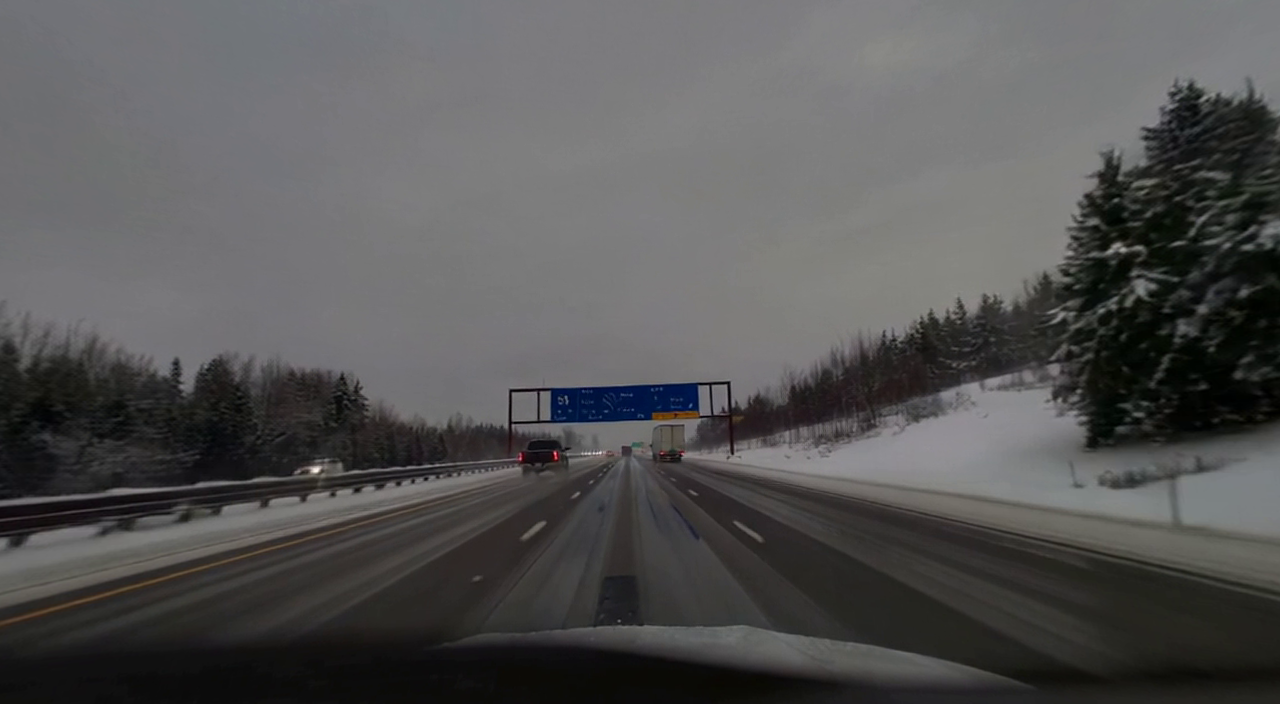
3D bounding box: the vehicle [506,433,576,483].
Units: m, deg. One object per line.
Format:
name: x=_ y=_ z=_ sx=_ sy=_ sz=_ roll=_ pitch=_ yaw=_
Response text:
vehicle: x=-4.028 y=4.437 z=26.438 sx=2.173 sy=1.857 sz=4.800 roll=0 pitch=-9 yaw=0
